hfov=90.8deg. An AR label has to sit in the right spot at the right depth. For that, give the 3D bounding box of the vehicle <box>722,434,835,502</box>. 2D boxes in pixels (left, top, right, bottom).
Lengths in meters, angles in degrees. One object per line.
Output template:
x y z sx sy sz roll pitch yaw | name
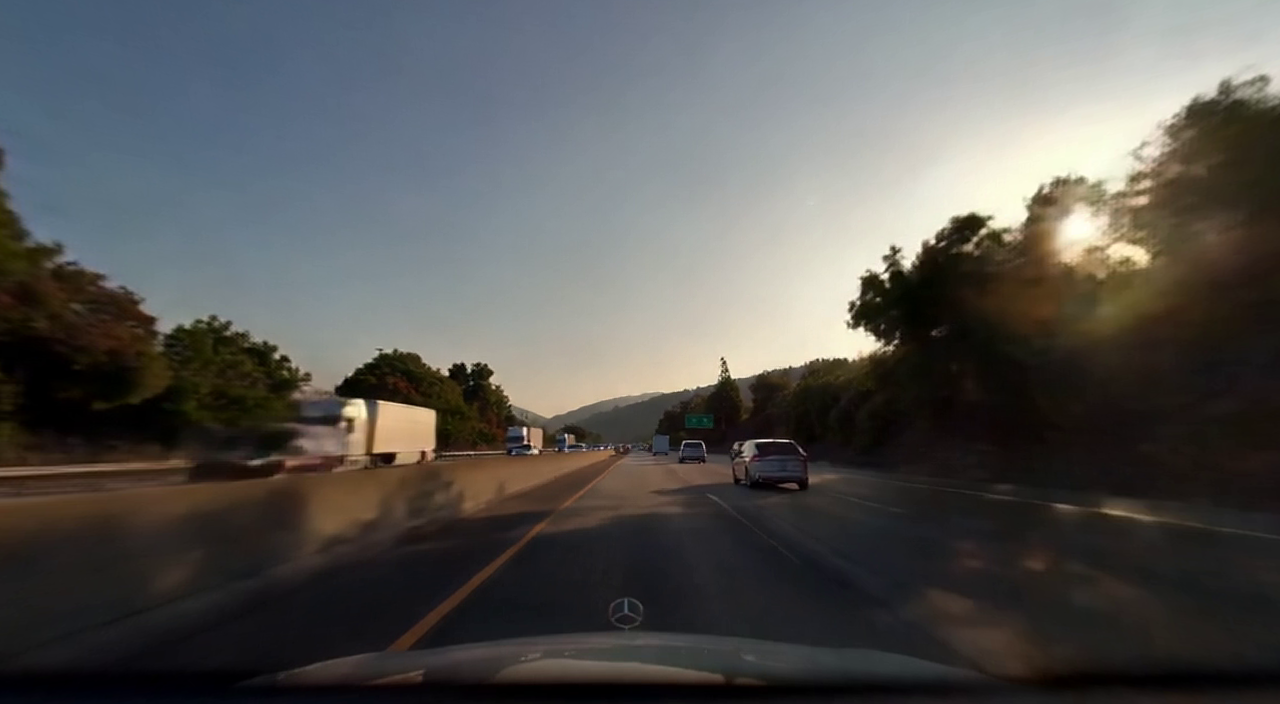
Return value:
3.582 3.097 17.190 2.023 1.603 4.159 0 -9 -1 | vehicle

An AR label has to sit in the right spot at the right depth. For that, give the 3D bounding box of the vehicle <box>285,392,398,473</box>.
-15.658 4.368 33.723 3.005 3.890 6.103 0 -9 -1 | vehicle

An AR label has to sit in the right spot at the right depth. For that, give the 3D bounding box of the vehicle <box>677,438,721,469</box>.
3.498 6.102 38.051 2.070 1.751 4.576 0 -9 -2 | vehicle

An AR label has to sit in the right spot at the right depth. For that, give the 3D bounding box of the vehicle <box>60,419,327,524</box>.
-8.325 2.265 12.451 1.988 1.672 4.426 0 -9 0 | vehicle
